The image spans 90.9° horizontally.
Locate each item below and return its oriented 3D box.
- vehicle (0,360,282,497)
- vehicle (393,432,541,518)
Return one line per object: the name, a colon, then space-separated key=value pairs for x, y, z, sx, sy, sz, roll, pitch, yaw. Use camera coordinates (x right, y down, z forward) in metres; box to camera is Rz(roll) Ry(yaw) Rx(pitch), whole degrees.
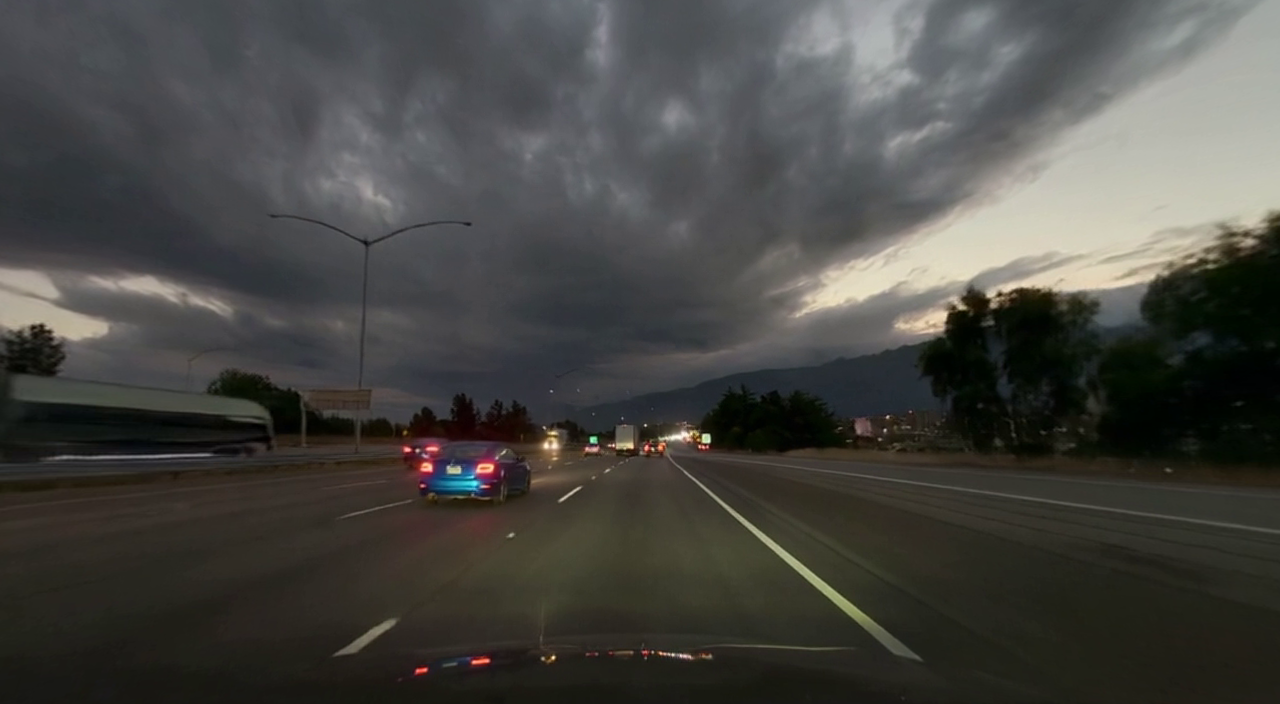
vehicle: x=-17.936 y=2.742 z=21.505 sx=2.945 sy=3.489 sz=14.127 roll=0 pitch=-8 yaw=1
vehicle: x=-3.382 y=2.468 z=13.162 sx=1.953 sy=1.511 sz=3.704 roll=0 pitch=-8 yaw=2
